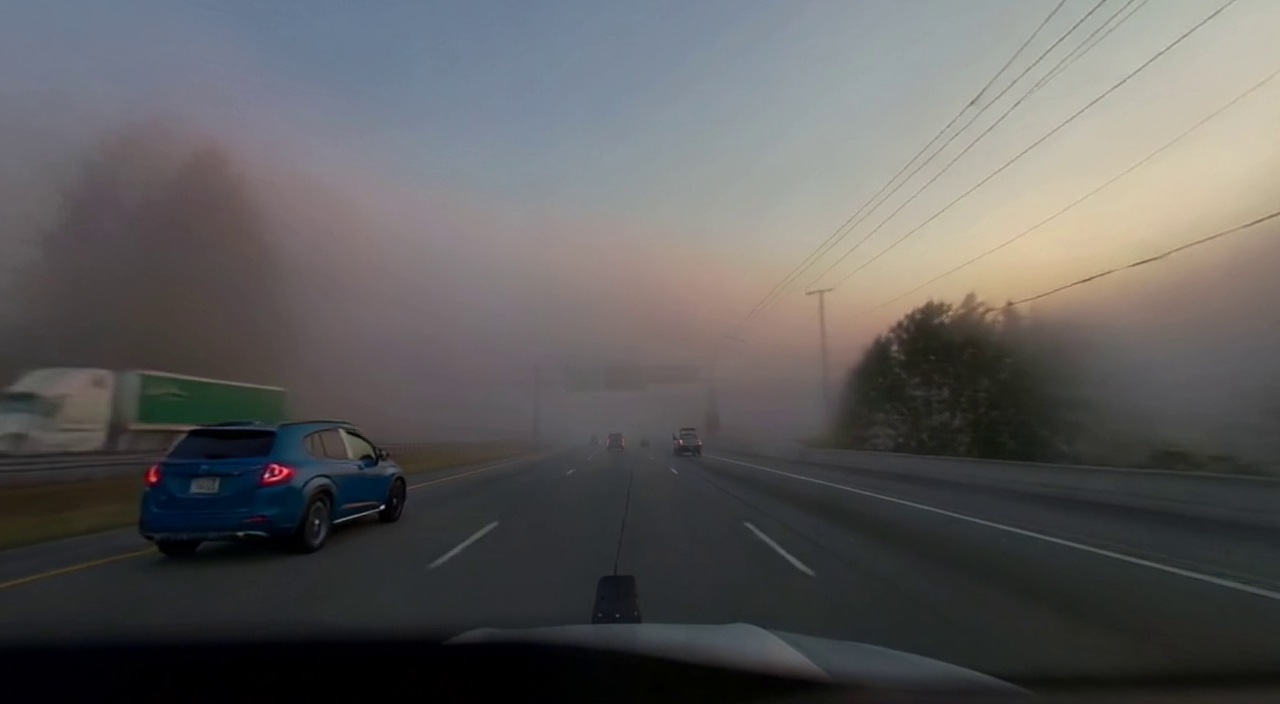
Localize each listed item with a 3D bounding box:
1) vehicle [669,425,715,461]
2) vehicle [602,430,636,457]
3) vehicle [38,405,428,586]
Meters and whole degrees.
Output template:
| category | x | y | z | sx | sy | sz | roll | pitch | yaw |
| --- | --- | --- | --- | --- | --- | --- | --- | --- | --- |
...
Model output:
| category | x | y | z | sx | sy | sz | roll | pitch | yaw |
| --- | --- | --- | --- | --- | --- | --- | --- | --- | --- |
| vehicle | 2.807 | 4.971 | 34.599 | 1.976 | 1.905 | 3.263 | 0 | -7 | -5 |
| vehicle | -1.430 | 6.139 | 42.401 | 2.159 | 1.690 | 3.720 | 0 | -7 | -3 |
| vehicle | -4.319 | 1.540 | 7.709 | 2.100 | 1.590 | 4.077 | 0 | -7 | -1 |
